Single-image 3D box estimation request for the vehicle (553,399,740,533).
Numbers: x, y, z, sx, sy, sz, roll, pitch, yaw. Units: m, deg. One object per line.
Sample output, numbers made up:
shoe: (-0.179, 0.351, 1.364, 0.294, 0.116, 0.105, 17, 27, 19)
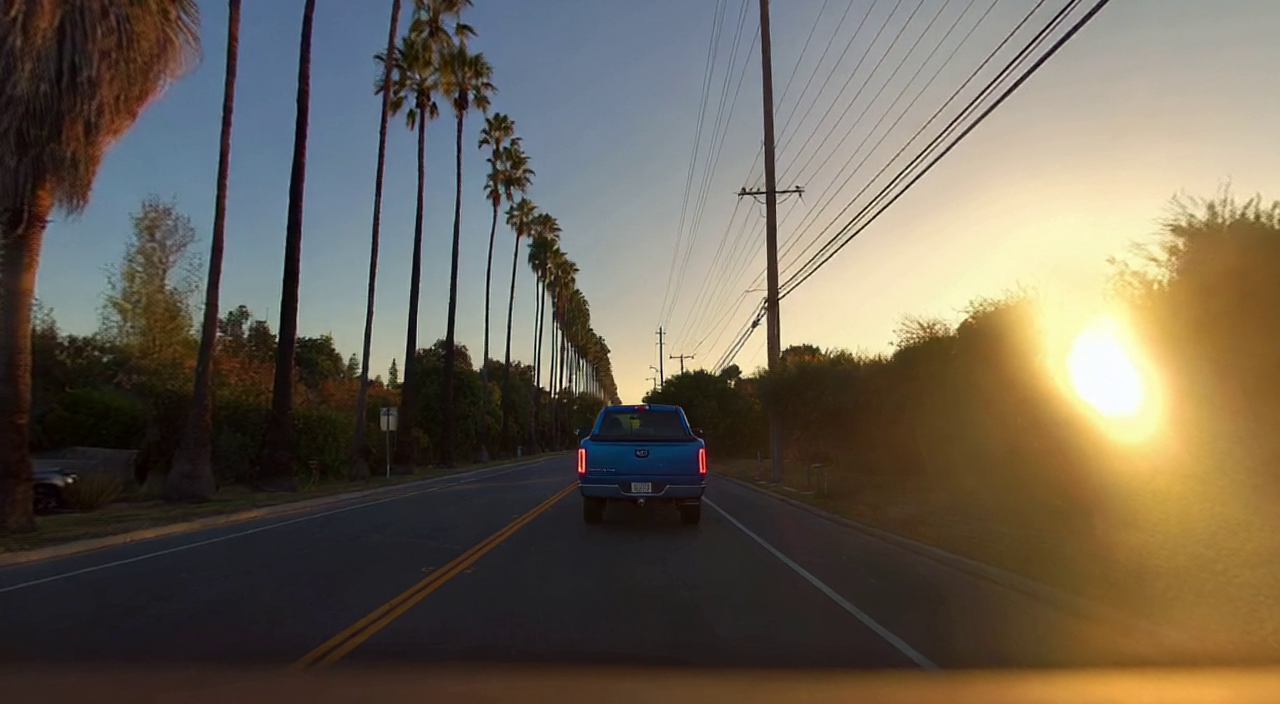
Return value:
vehicle: (0.052, 2.156, 12.498, 2.803, 2.005, 5.885, 0, -8, -1)
